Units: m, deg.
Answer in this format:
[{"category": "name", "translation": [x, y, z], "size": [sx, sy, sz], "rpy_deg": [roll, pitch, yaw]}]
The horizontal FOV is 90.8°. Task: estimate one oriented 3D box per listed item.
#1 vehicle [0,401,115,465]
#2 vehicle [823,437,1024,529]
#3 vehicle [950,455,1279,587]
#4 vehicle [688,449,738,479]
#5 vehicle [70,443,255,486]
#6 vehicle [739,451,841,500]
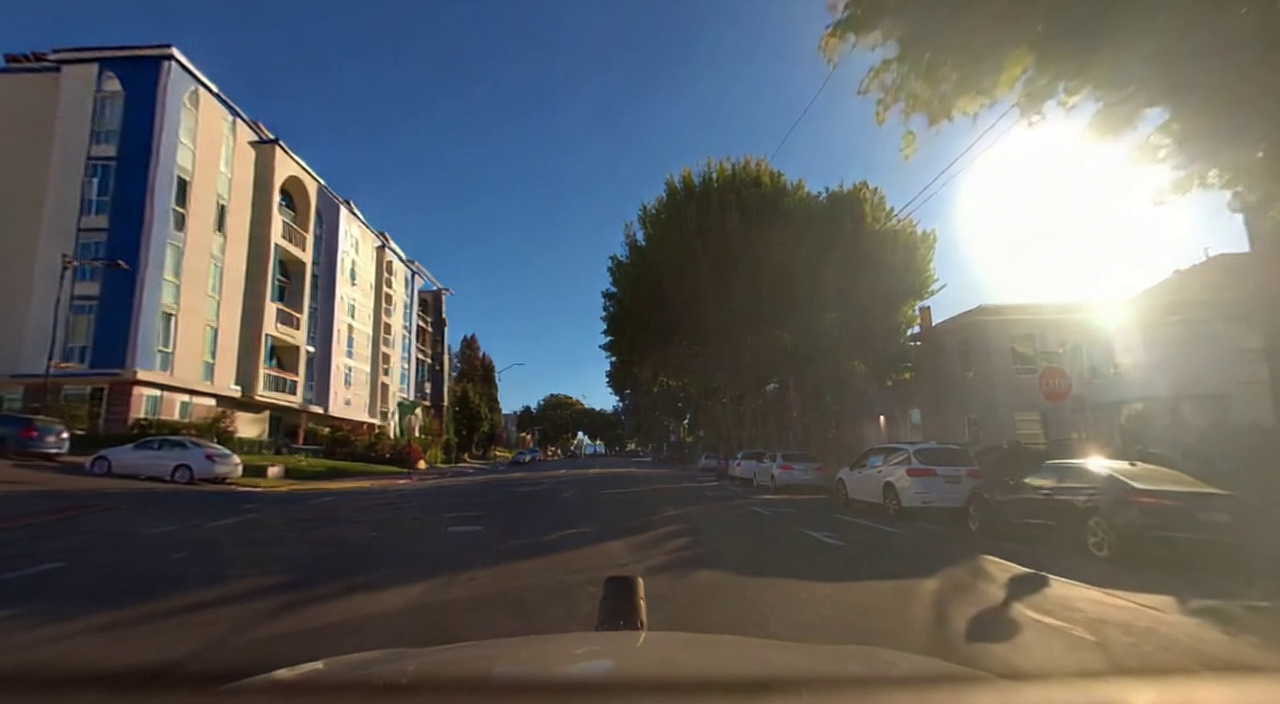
[{"category": "vehicle", "translation": [-21.307, 2.757, 22.010], "size": [4.598, 1.645, 2.019], "rpy_deg": [6, -7, 13]}, {"category": "vehicle", "translation": [6.159, 2.867, 14.554], "size": [1.917, 1.704, 4.840], "rpy_deg": [1, -9, -7]}, {"category": "vehicle", "translation": [6.593, 2.218, 9.151], "size": [1.900, 1.368, 4.176], "rpy_deg": [0, -8, -3]}, {"category": "vehicle", "translation": [4.017, 6.278, 35.668], "size": [1.901, 1.495, 4.340], "rpy_deg": [0, -9, -6]}, {"category": "vehicle", "translation": [-16.180, 3.804, 21.695], "size": [4.603, 1.335, 1.889], "rpy_deg": [2, -9, -14]}, {"category": "vehicle", "translation": [5.302, 4.425, 23.140], "size": [2.122, 1.554, 4.777], "rpy_deg": [1, -9, -6]}]
